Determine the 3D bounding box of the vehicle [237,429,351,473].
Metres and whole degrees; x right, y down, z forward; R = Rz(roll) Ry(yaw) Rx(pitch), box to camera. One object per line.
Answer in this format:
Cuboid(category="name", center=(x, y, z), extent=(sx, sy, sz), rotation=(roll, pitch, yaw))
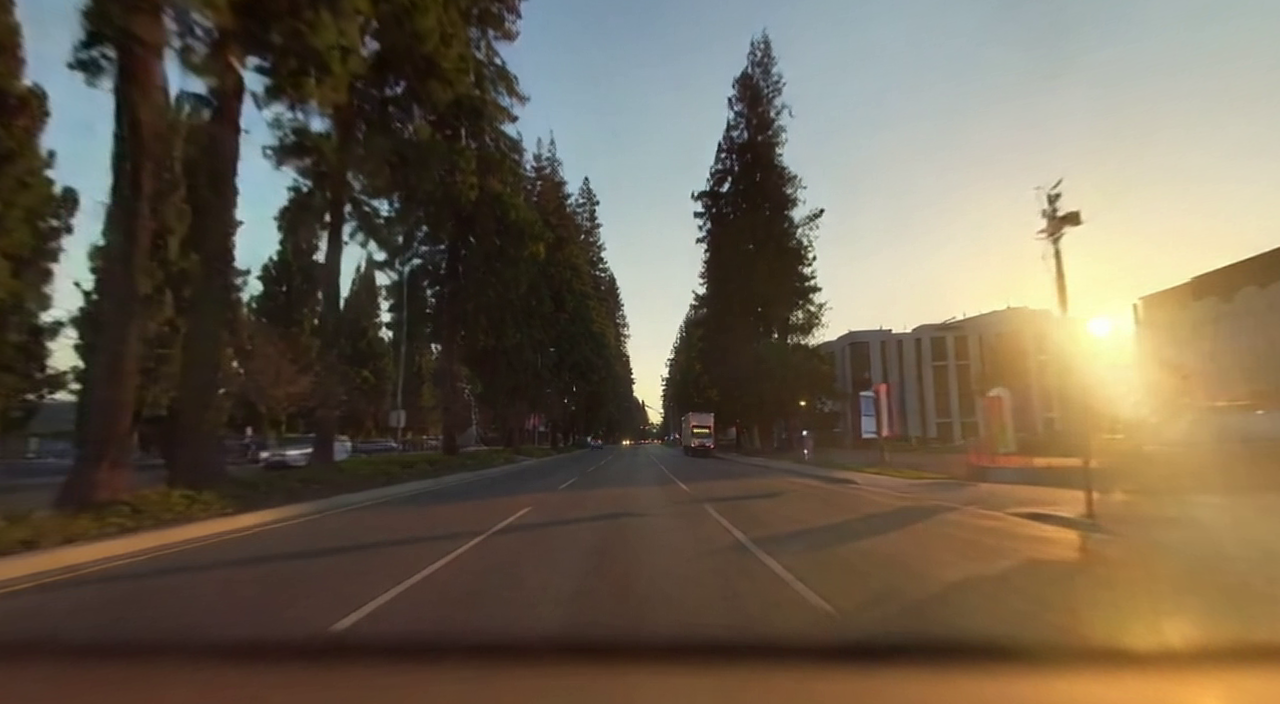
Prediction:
Cuboid(category="vehicle", center=(-12.582, 3.635, 23.310), extent=(1.887, 1.447, 4.031), rotation=(0, -8, 0))
